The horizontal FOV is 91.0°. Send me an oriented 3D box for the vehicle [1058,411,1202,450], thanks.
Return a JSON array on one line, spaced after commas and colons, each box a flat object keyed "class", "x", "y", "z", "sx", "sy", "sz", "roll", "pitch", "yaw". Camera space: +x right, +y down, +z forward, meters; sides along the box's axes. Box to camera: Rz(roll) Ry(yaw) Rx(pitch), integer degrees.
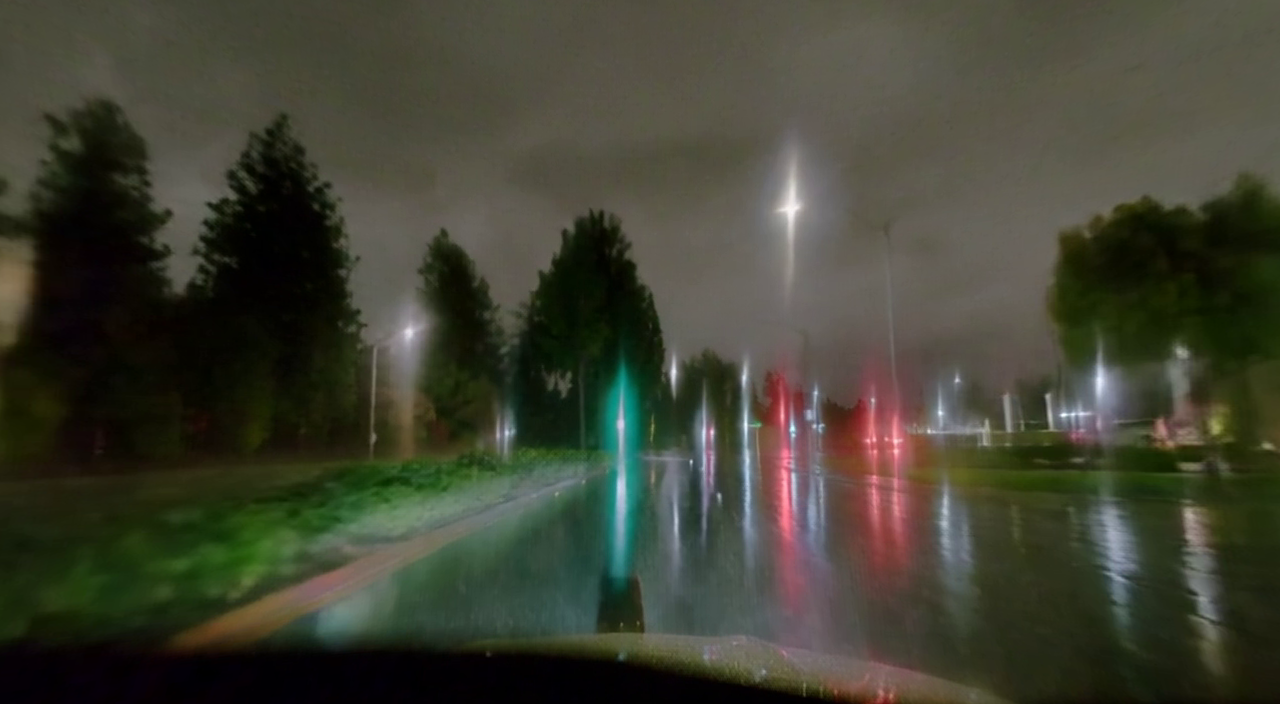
[{"class": "vehicle", "x": 31.242, "y": 5.117, "z": 40.421, "sx": 2.569, "sy": 2.236, "sz": 6.684, "roll": 7, "pitch": -11, "yaw": -36}]
